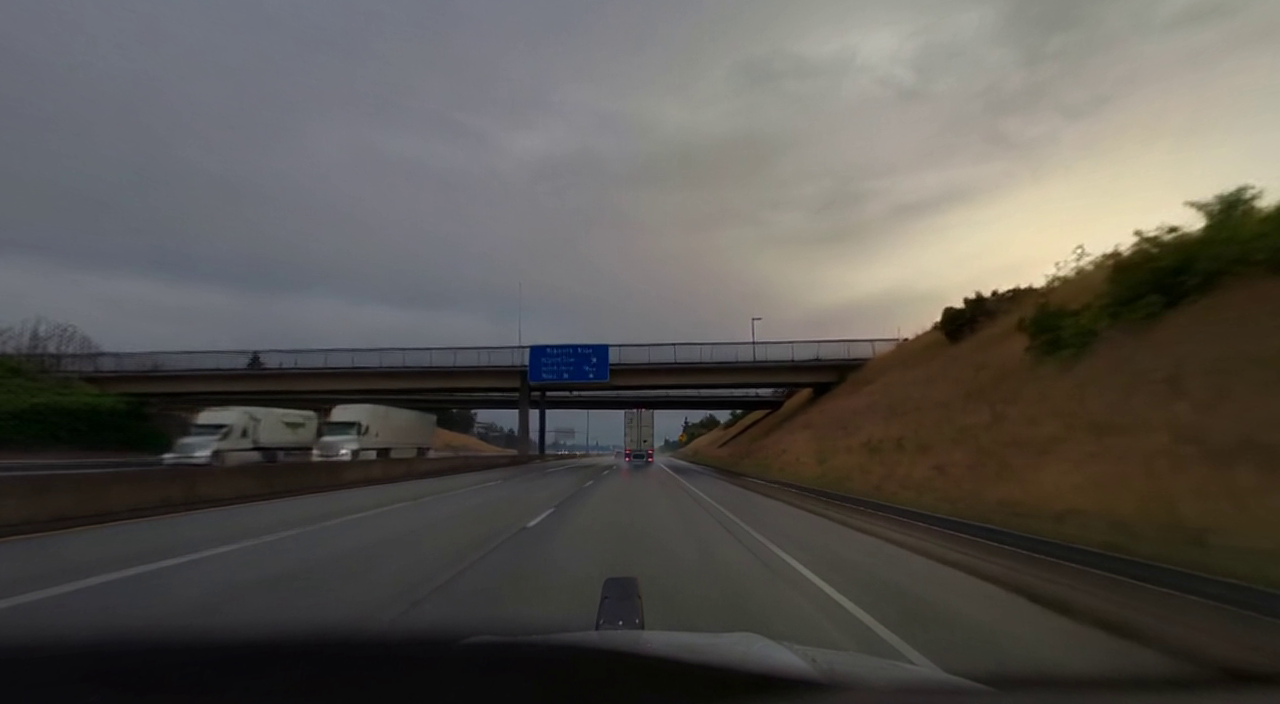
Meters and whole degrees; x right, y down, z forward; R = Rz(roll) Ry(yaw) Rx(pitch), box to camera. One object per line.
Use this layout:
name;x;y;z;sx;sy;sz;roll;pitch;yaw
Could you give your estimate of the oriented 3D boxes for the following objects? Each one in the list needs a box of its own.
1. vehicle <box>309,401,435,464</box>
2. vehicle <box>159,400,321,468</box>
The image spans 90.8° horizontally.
vehicle;-18.987;6.149;46.423;2.997;3.896;14.226;0;-9;0
vehicle;-23.197;5.019;37.669;2.789;3.463;10.717;0;-9;-1
